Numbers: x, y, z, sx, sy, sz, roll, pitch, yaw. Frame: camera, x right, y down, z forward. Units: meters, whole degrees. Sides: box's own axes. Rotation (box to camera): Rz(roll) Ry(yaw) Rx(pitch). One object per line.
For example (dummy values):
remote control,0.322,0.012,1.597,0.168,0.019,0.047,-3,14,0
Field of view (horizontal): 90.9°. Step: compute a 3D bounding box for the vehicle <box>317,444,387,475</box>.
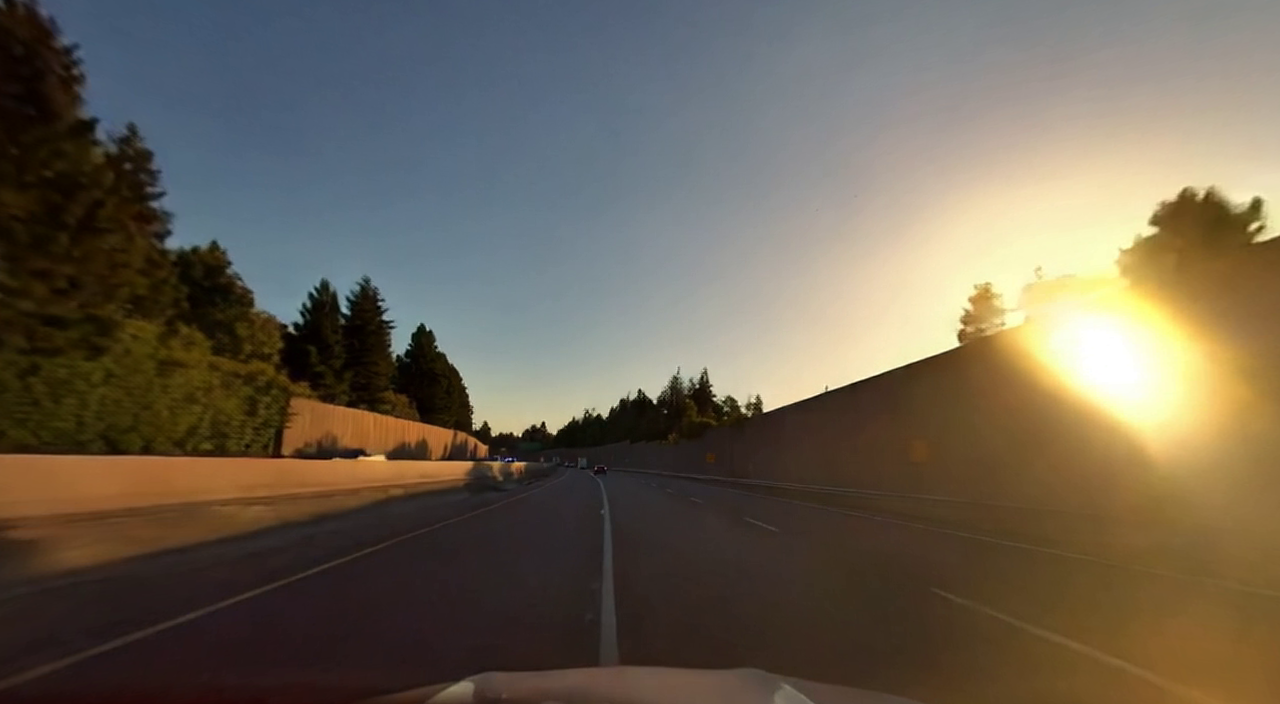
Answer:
vehicle,-15.385,5.815,33.909,1.880,1.501,4.131,2,-10,-2
